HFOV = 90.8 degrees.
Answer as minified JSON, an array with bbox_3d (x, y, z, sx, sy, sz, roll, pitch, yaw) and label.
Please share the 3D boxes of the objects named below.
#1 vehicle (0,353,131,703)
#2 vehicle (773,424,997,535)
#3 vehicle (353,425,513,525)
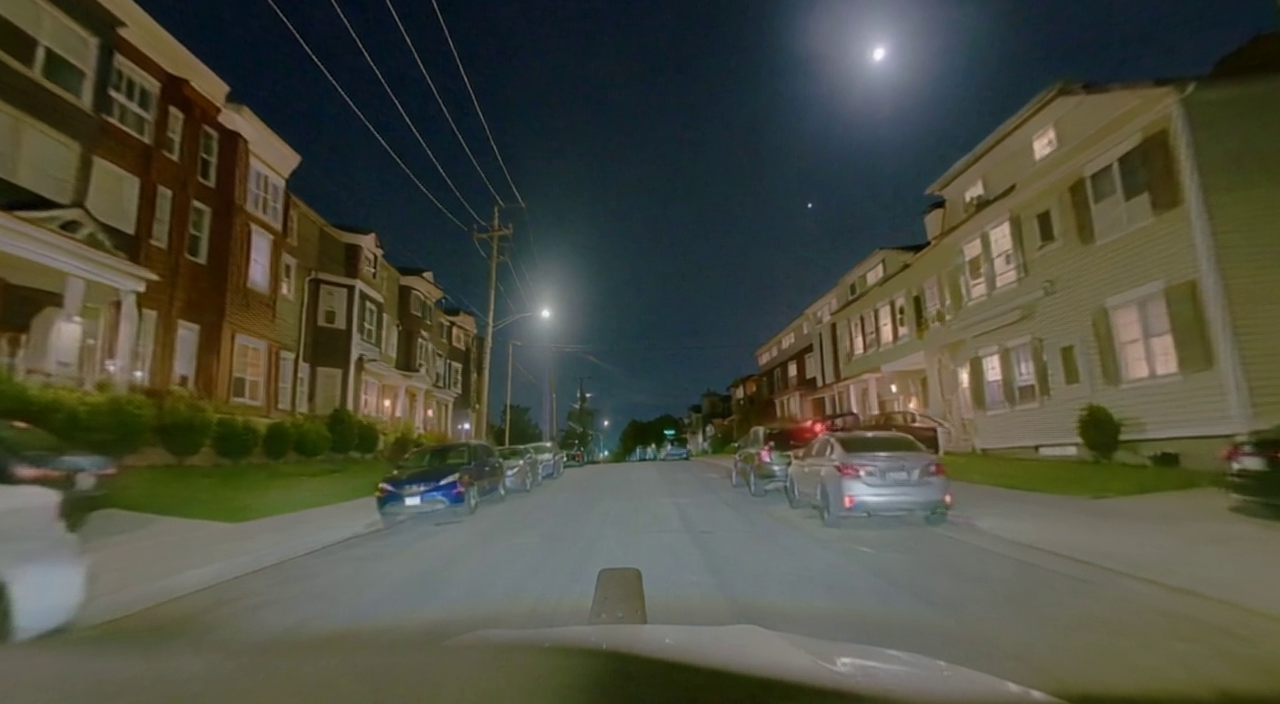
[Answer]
[{"bbox_3d":[-4.001,0.722,1.260,2.030,1.733,4.925,-3,-7,-2],"label":"vehicle"},{"bbox_3d":[3.639,1.999,10.480,2.083,1.407,4.506,-1,-9,3],"label":"vehicle"},{"bbox_3d":[-4.283,2.666,14.008,2.031,1.708,4.746,-3,-10,-1],"label":"vehicle"}]
